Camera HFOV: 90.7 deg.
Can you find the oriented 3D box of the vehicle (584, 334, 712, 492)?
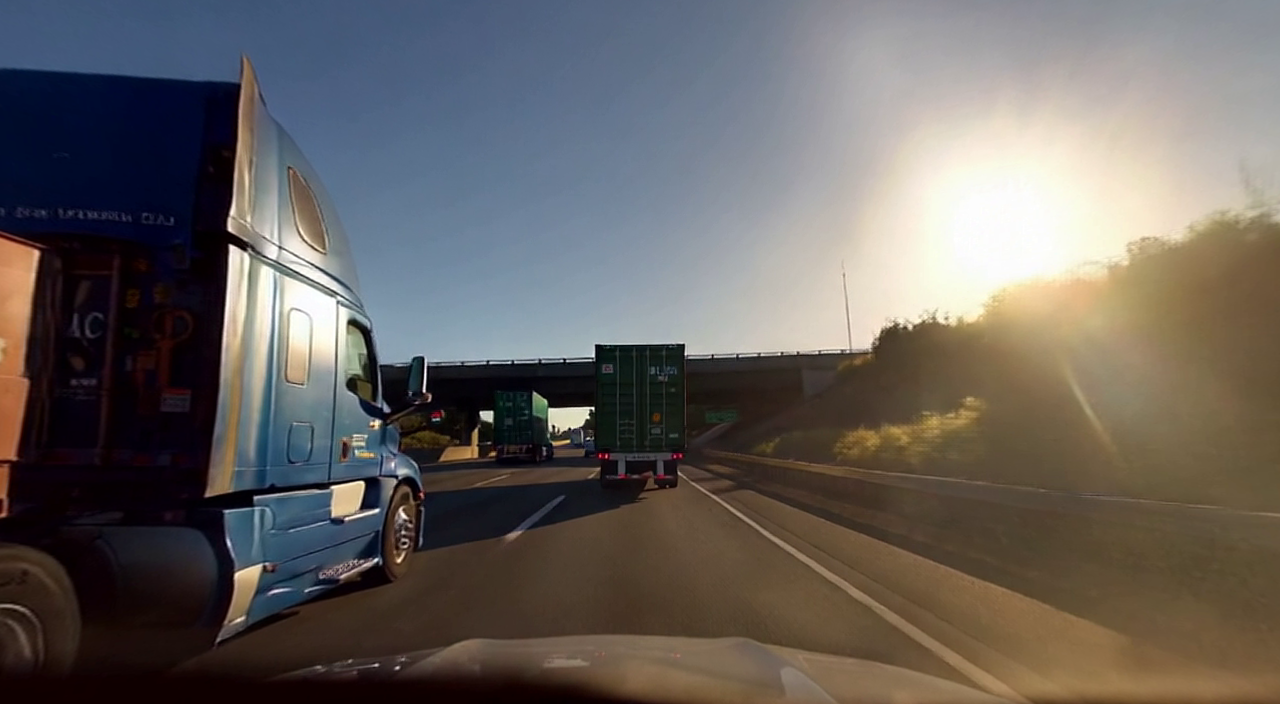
[{"bbox_3d":[0.066,2.140,20.627,3.357,4.212,7.519,0,-9,-2],"label":"vehicle"}]

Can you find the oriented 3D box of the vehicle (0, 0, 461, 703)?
[{"bbox_3d":[-3.508,-0.149,3.210,3.187,3.949,6.963,0,-9,-1],"label":"vehicle"}]

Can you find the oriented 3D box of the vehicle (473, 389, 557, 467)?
[{"bbox_3d":[-7.418,4.912,39.680,3.023,4.139,11.860,0,-9,-1],"label":"vehicle"}]
